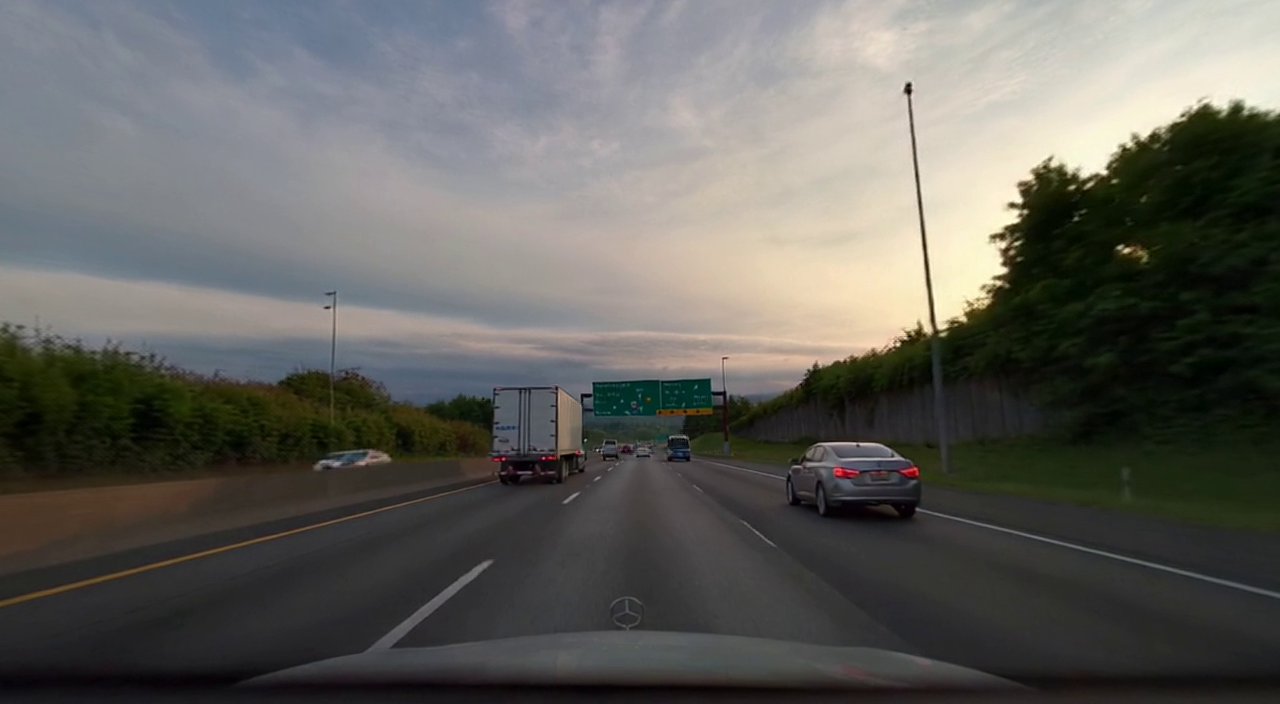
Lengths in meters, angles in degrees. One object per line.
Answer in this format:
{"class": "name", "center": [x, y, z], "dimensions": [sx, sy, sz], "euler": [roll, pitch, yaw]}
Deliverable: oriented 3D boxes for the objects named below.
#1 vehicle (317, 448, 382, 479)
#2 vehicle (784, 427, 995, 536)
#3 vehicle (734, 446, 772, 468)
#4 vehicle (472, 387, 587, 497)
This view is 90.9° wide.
{"class": "vehicle", "center": [-18.703, 7.186, 40.859], "dimensions": [1.969, 1.914, 4.566], "euler": [0, -9, 0]}
{"class": "vehicle", "center": [4.054, 2.176, 11.100], "dimensions": [1.983, 1.545, 4.038], "euler": [0, -9, -1]}
{"class": "vehicle", "center": [8.089, 7.566, 45.517], "dimensions": [1.876, 1.475, 4.185], "euler": [0, -9, -1]}
{"class": "vehicle", "center": [-3.496, 3.131, 21.740], "dimensions": [2.667, 3.195, 6.731], "euler": [0, -9, 0]}
